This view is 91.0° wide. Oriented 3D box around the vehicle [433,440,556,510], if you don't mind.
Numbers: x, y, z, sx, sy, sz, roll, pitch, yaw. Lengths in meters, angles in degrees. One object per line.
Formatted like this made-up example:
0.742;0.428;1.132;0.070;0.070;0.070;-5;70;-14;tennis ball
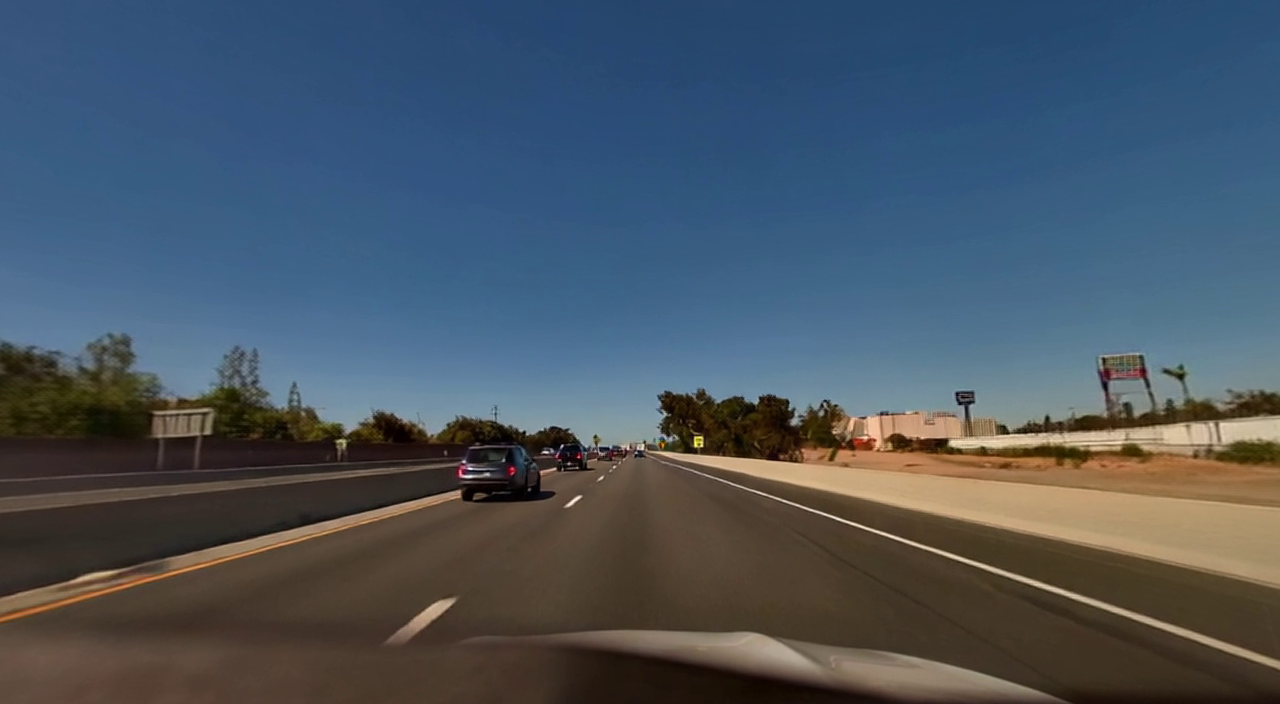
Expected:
-3.535;3.106;16.328;2.044;1.527;4.607;0;-9;1;vehicle

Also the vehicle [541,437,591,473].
-4.059;5.787;35.385;2.177;1.852;4.427;0;-9;1;vehicle
